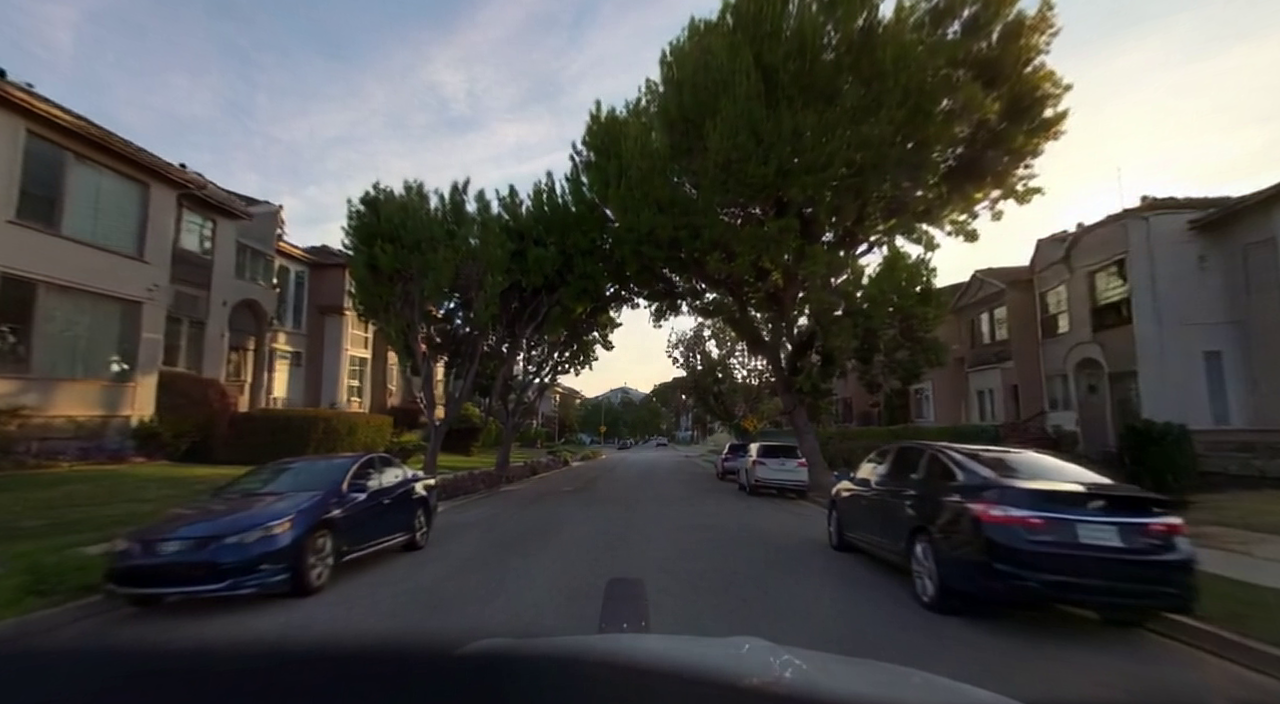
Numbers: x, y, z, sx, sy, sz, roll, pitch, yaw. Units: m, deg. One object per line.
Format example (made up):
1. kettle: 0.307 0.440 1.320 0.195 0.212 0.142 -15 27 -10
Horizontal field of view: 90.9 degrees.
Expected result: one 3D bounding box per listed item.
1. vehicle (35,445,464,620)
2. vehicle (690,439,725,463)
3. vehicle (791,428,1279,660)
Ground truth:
1. vehicle: -3.677 1.721 7.056 1.995 1.330 4.080 -1 -8 4
2. vehicle: 4.501 6.705 42.719 2.102 1.504 4.471 0 -8 3
3. vehicle: 3.256 1.610 6.709 2.000 1.456 5.251 0 -8 0
